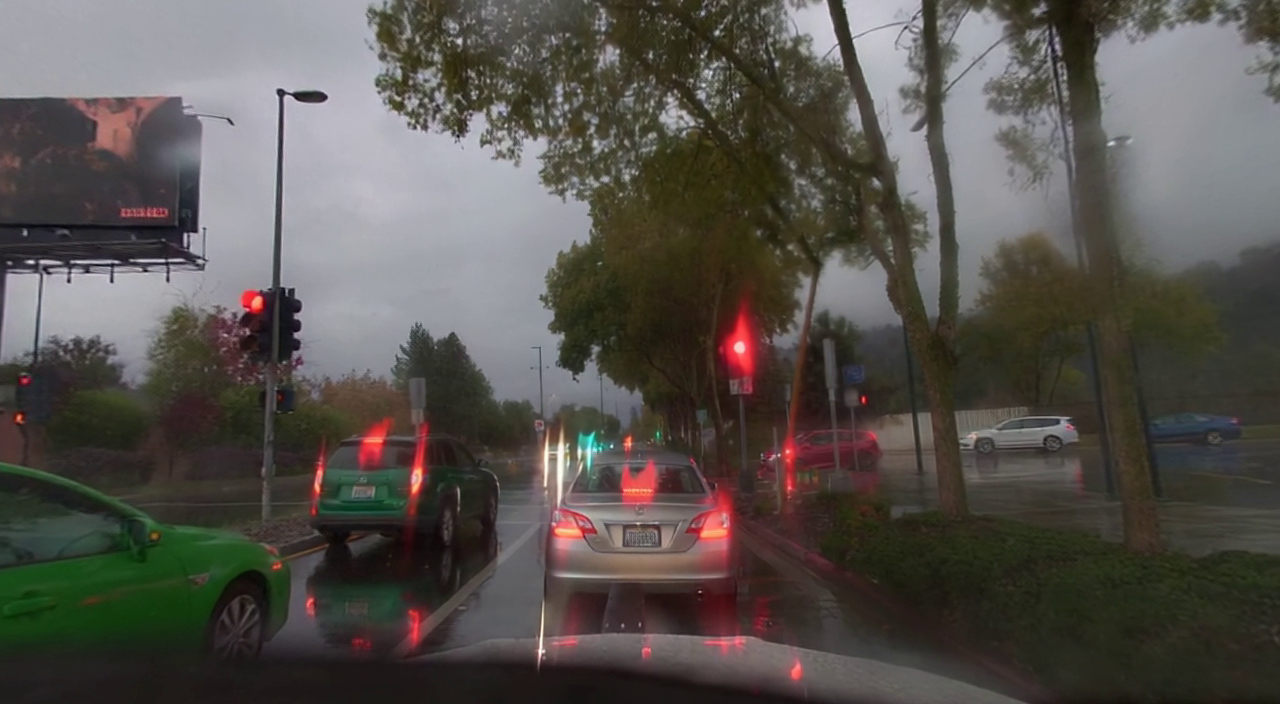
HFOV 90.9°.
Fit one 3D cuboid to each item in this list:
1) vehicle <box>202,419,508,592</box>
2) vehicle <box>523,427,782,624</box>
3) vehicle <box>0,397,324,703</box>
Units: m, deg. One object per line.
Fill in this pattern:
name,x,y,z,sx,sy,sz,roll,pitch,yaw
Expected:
vehicle,-3.171,1.791,8.140,1.950,1.628,4.082,-1,-9,1
vehicle,0.030,1.596,6.627,1.977,1.467,3.474,0,-9,-2
vehicle,-3.151,0.963,2.414,1.808,1.520,3.846,-1,-9,1
